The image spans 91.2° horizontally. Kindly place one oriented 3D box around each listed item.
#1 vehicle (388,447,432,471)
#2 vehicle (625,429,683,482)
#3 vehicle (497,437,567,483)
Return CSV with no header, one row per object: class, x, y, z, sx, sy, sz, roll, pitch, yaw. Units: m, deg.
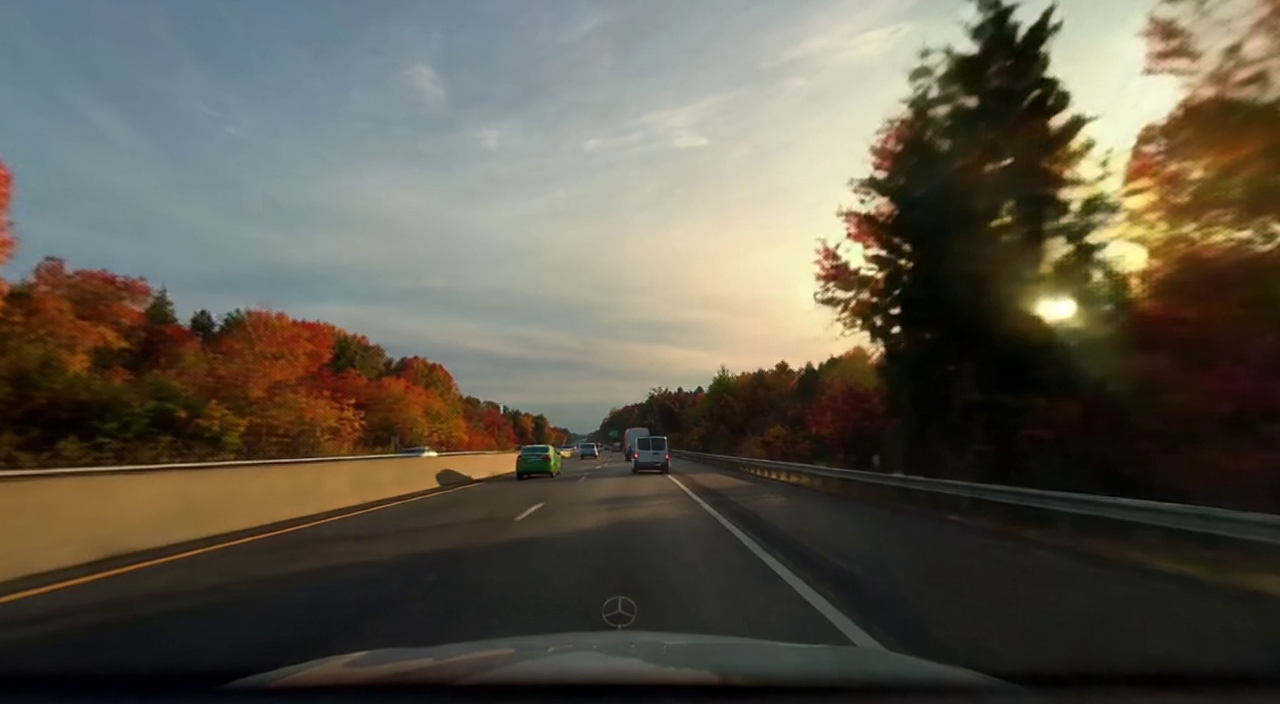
vehicle,-17.208,7.990,47.040,1.801,1.691,3.919,0,-9,1
vehicle,0.474,4.235,25.780,2.179,1.930,4.538,0,-9,-1
vehicle,-4.241,4.336,25.402,2.088,1.688,4.365,0,-9,0
